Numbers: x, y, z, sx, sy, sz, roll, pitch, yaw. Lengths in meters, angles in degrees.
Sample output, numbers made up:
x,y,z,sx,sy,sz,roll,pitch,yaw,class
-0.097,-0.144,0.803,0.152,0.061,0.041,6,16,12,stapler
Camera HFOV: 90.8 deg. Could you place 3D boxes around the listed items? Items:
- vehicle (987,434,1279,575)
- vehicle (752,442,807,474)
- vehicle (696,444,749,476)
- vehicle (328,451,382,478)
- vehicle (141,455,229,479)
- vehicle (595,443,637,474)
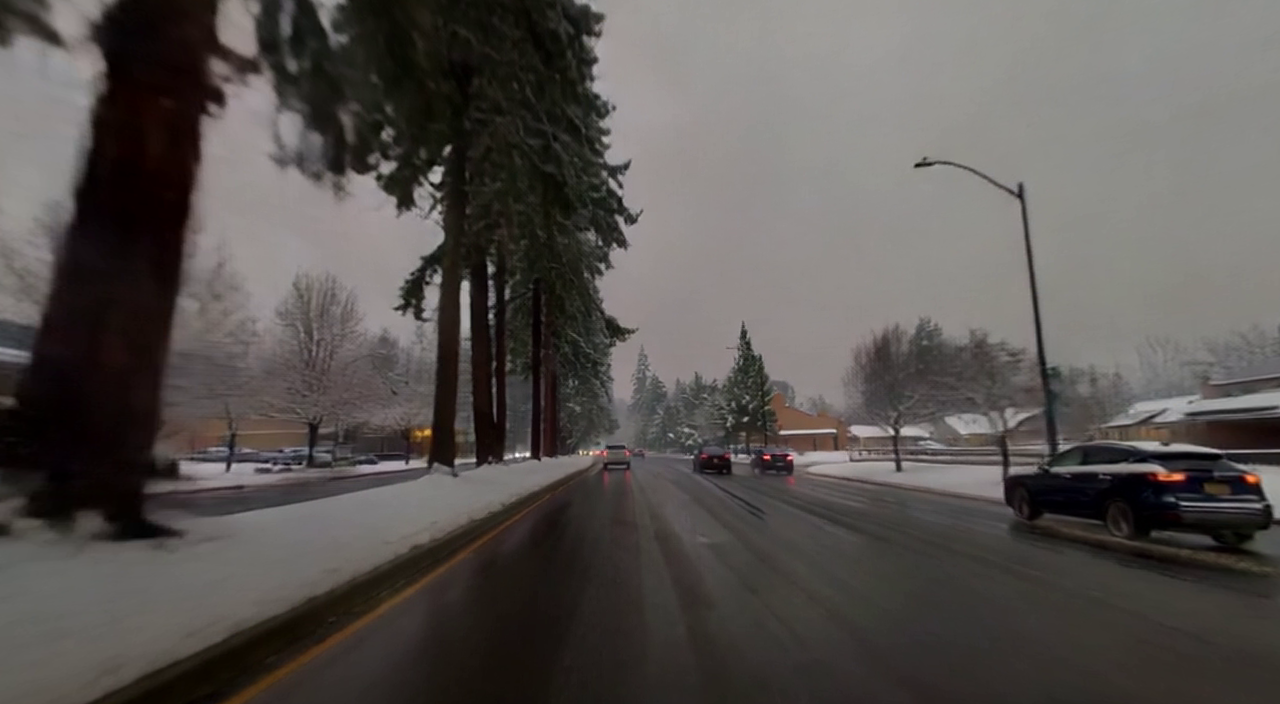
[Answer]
x,y,z,sx,sy,sz,roll,pitch,yaw,class
7.335,1.993,9.220,1.888,1.508,4.646,0,-8,0,vehicle
7.669,5.850,35.159,1.945,1.687,4.292,0,-8,-2,vehicle
3.952,5.230,30.918,2.020,1.472,3.958,0,-8,-1,vehicle
-20.065,7.903,44.722,2.013,1.655,4.604,-2,-8,-4,vehicle
-29.522,7.447,41.059,4.320,1.459,1.860,0,-8,3,vehicle
-1.254,5.510,32.900,2.077,1.477,3.897,0,-8,-2,vehicle
